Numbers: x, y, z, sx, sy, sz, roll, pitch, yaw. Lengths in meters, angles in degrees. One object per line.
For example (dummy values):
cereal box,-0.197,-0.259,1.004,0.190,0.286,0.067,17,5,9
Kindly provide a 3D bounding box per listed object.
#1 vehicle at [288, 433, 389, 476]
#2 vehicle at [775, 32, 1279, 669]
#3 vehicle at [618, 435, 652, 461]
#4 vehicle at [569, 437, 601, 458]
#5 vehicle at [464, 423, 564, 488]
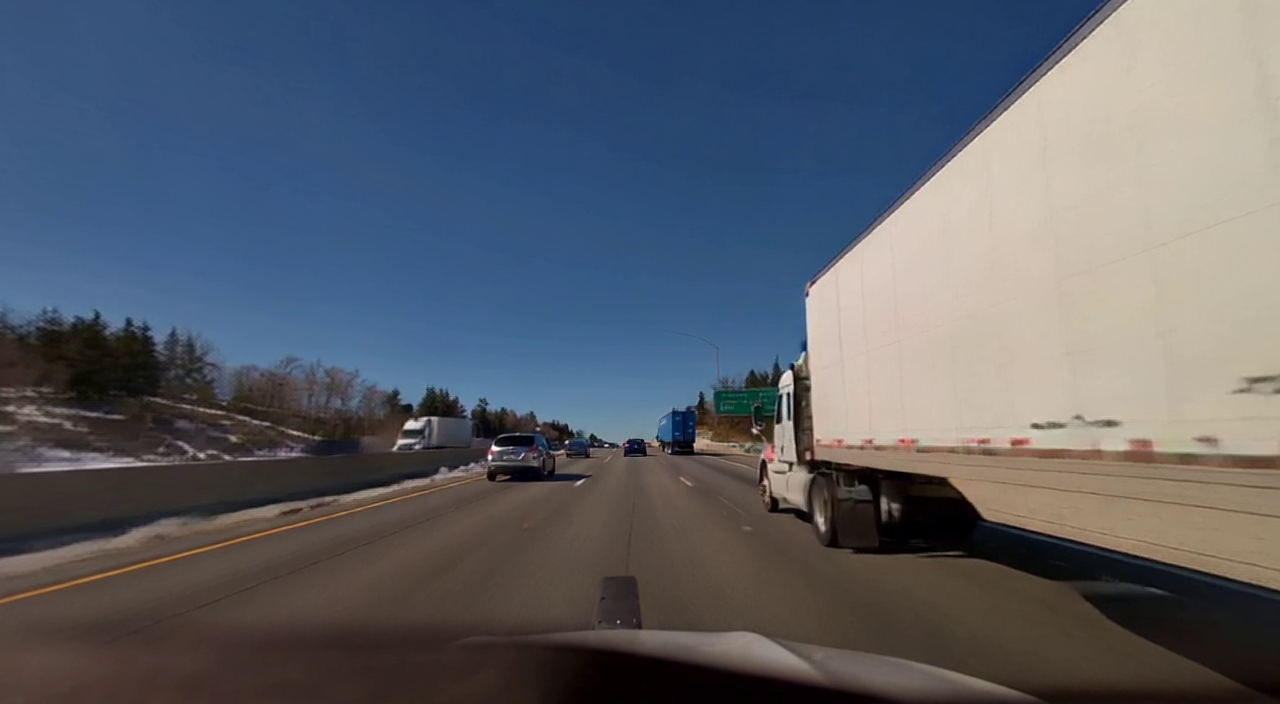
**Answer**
vehicle,-12.046,4.083,25.475,1.916,1.568,4.418,0,-8,0
vehicle,3.692,0.274,6.656,3.009,3.673,6.099,1,-7,-1
vehicle,-0.369,6.206,40.978,2.088,1.567,4.240,0,-8,-2
vehicle,-4.045,7.098,47.010,2.021,1.514,4.190,0,-8,0
vehicle,-3.544,3.006,18.632,2.054,1.671,4.445,0,-8,0
